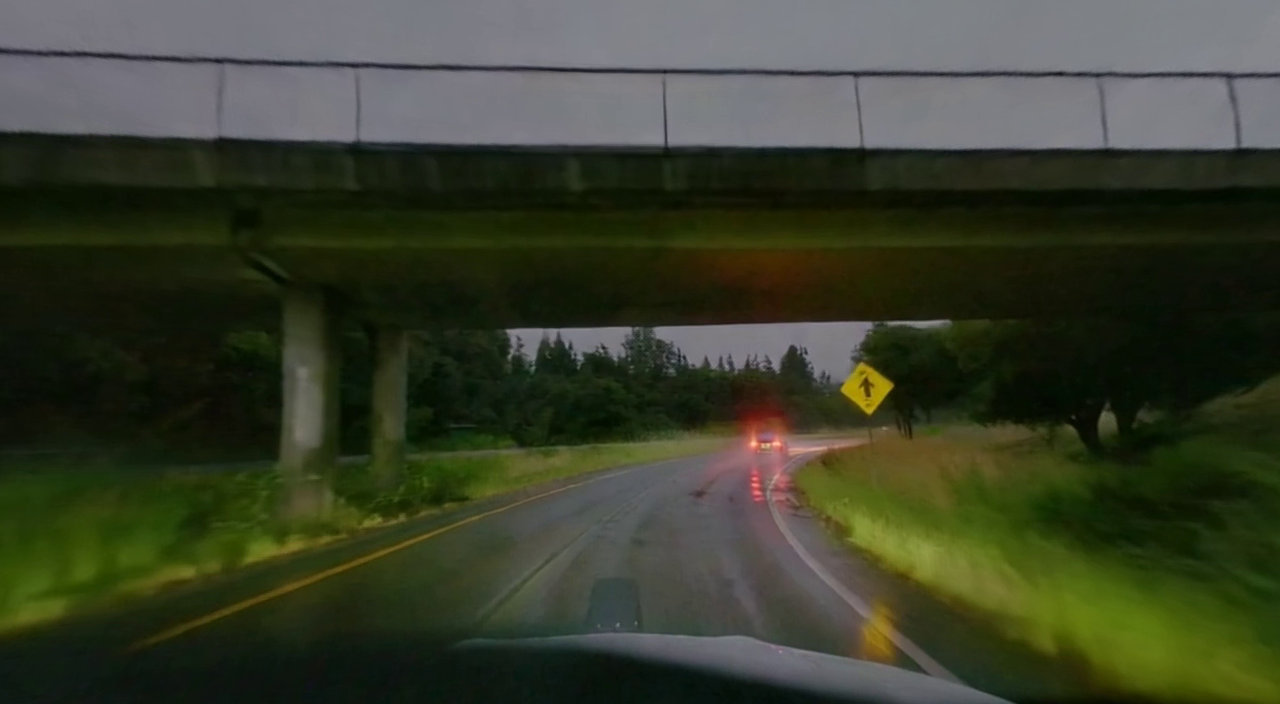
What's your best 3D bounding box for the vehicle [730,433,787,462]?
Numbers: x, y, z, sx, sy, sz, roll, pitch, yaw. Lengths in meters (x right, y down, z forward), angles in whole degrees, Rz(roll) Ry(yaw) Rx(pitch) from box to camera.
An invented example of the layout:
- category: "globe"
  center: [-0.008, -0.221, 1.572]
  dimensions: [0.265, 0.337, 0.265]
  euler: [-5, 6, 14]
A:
- category: "vehicle"
  center: [6.333, 5.061, 33.365]
  dimensions: [1.980, 1.449, 3.650]
  euler: [-5, -10, 26]
